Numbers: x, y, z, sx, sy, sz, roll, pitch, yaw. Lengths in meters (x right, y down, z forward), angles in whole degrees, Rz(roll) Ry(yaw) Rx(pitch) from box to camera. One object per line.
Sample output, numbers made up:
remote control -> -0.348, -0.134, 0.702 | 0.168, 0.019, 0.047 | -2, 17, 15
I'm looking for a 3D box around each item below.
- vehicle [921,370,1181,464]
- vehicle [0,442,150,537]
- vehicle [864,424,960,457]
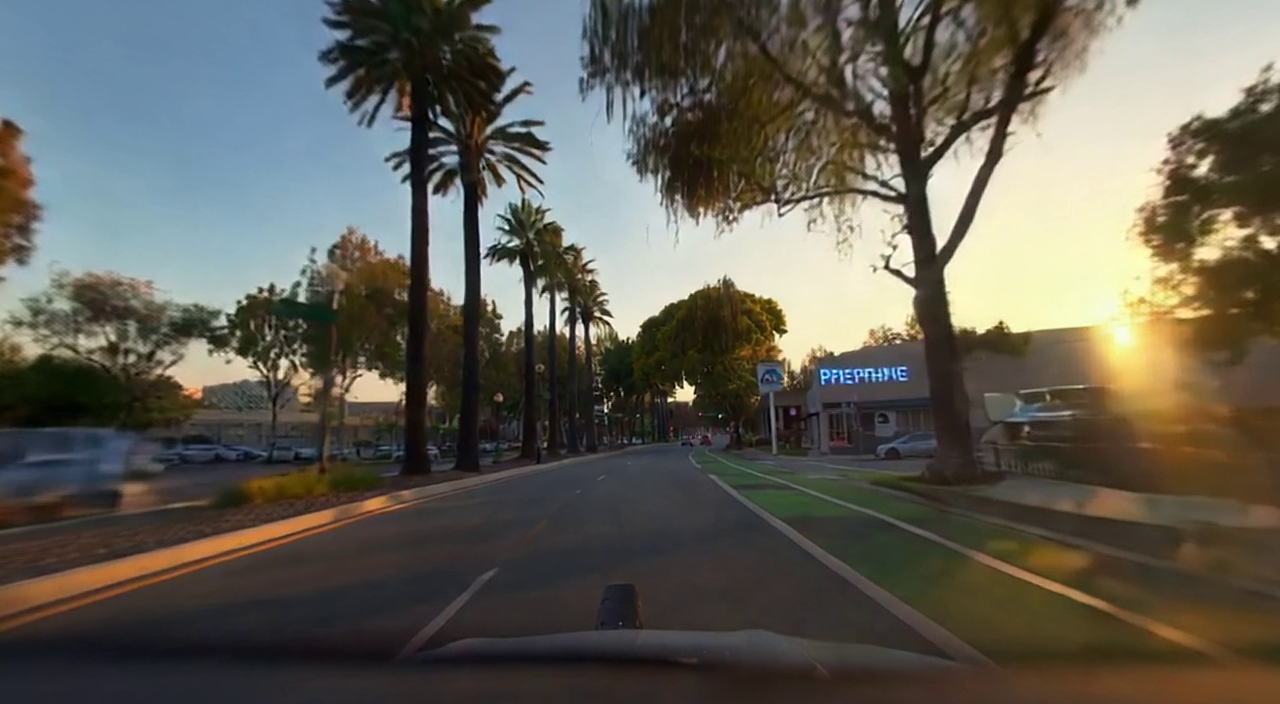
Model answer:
vehicle -> 14.603, 2.390, 22.814 | 7.635, 3.131, 2.691 | 0, -8, -6
vehicle -> -11.108, 2.305, 10.856 | 1.925, 1.492, 4.200 | 0, -8, 1
vehicle -> 14.720, 4.852, 34.457 | 4.601, 1.696, 1.977 | -4, -9, 21
